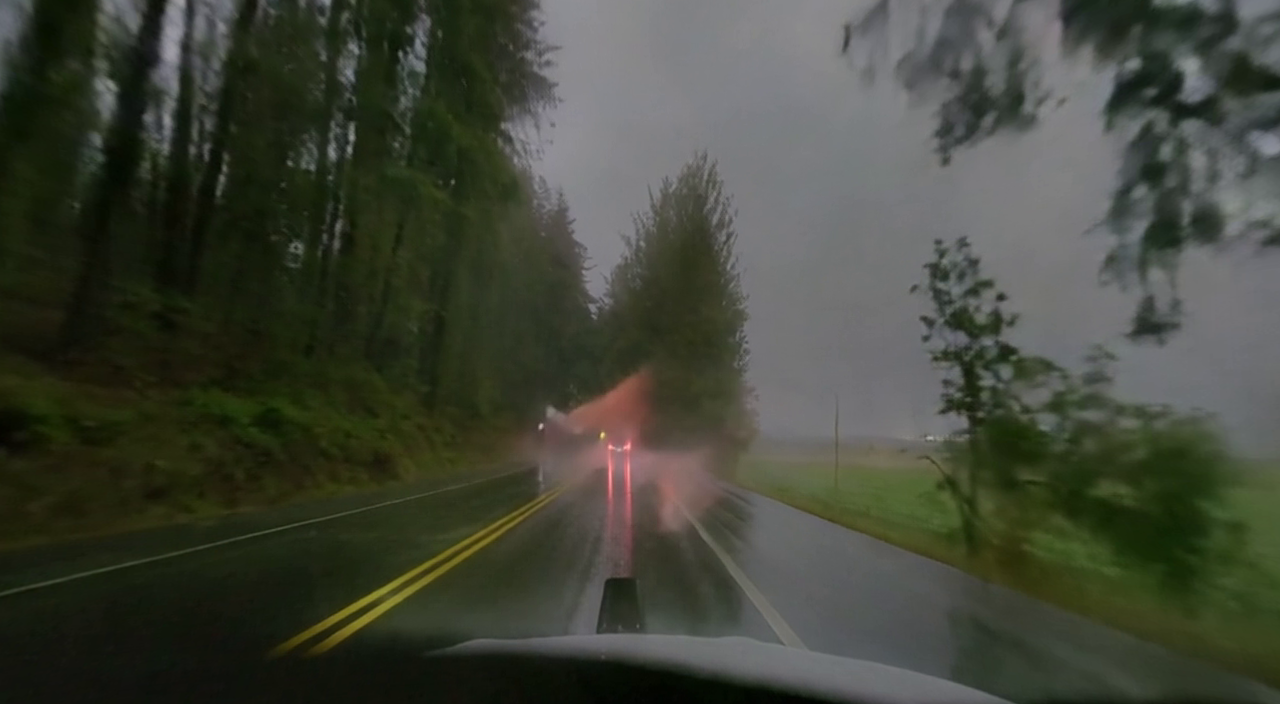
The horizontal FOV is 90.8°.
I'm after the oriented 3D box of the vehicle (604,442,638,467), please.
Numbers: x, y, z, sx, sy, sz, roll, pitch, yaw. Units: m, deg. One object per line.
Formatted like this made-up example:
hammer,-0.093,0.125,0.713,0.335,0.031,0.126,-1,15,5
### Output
vehicle,-1.193,6.451,39.891,2.042,1.489,3.963,0,-9,-2
